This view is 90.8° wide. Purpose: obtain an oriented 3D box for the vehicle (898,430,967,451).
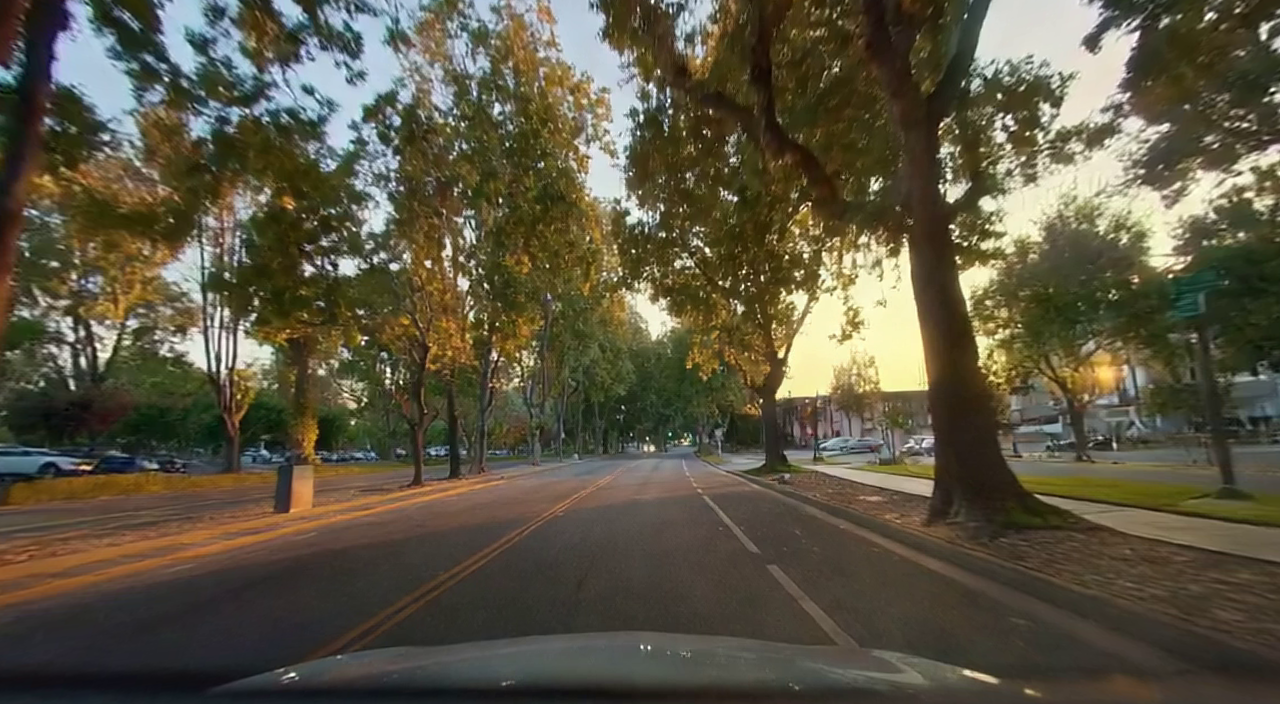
[{"bbox_3d":[22.228,6.741,48.116,4.293,1.473,1.843,-1,-7,3],"label":"vehicle"}]
